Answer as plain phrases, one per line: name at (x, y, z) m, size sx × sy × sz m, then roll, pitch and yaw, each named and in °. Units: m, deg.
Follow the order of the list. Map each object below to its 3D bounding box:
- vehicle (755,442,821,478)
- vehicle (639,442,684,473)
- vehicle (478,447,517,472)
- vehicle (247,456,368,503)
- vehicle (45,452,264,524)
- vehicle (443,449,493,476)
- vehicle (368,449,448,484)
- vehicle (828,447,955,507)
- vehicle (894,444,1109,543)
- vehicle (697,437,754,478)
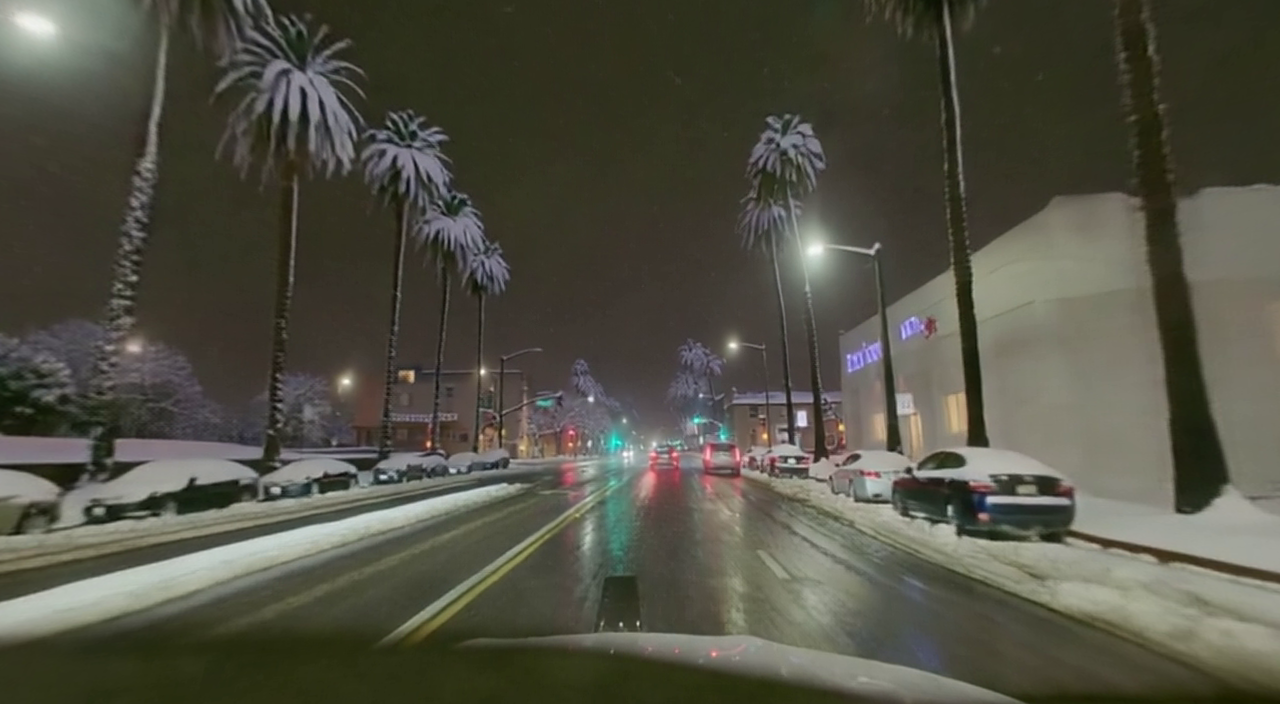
vehicle at (7.398, 5.429, 32.122) m, size 2.174 × 1.643 × 4.860 m, roll 0°, pitch -8°, yaw 0°
vehicle at (1.066, 5.192, 31.338) m, size 2.088 × 1.452 × 3.993 m, roll 0°, pitch -8°, yaw 2°
vehicle at (-10.853, 8.260, 48.343) m, size 1.949 × 1.682 × 4.094 m, roll -3°, pitch -11°, yaw 2°
vehicle at (-12.017, 4.600, 23.256) m, size 1.949 × 1.470 × 4.532 m, roll 0°, pitch -8°, yaw 0°
vehicle at (-12.330, 3.542, 16.585) m, size 1.933 × 1.502 × 4.649 m, roll -3°, pitch -12°, yaw 2°
vehicle at (-11.024, 7.183, 40.847) m, size 1.978 × 1.501 × 4.355 m, roll -3°, pitch -11°, yaw 1°
vehicle at (-11.465, 5.779, 31.564) m, size 2.188 × 1.490 × 4.511 m, roll -3°, pitch -12°, yaw 2°
vehicle at (7.088, 3.524, 18.377) m, size 1.932 × 1.464 × 4.475 m, roll 0°, pitch -8°, yaw 1°
vehicle at (6.695, 2.597, 12.370) m, size 1.914 × 1.560 × 4.278 m, roll -1°, pitch -8°, yaw 4°
vehicle at (3.756, 4.701, 28.496) m, size 2.003 × 1.702 × 4.288 m, roll 0°, pitch -8°, yaw 1°
